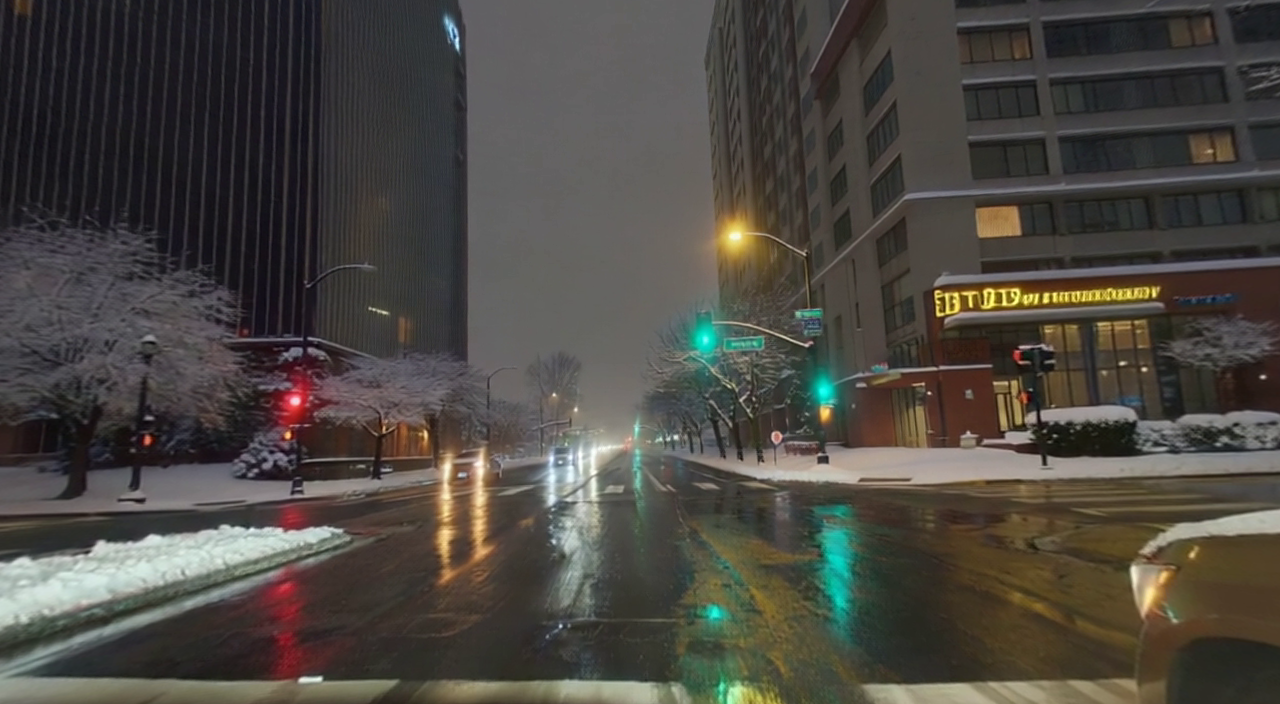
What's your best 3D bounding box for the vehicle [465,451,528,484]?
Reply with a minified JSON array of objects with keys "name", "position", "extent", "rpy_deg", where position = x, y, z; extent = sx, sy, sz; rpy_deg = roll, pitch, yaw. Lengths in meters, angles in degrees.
[{"name":"vehicle","position":[-7.033,5.674,31.355],"extent":[1.893,1.451,4.276],"rpy_deg":[-1,-9,3]}]
